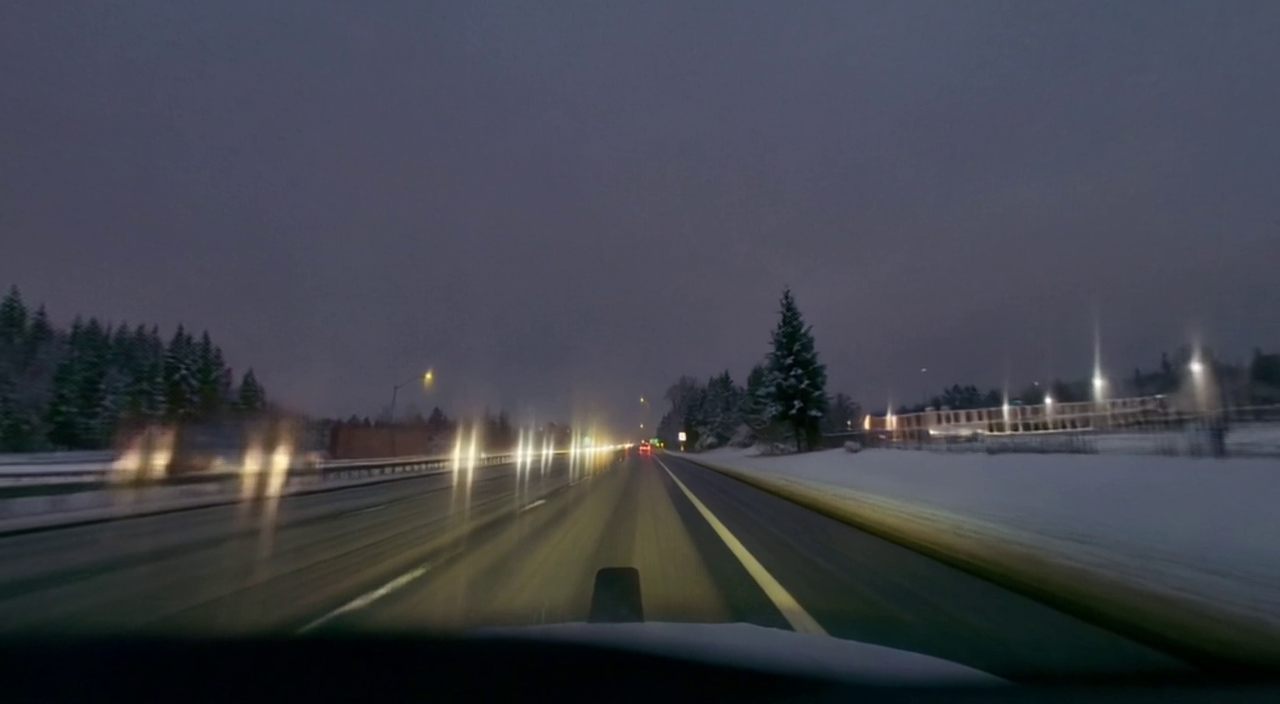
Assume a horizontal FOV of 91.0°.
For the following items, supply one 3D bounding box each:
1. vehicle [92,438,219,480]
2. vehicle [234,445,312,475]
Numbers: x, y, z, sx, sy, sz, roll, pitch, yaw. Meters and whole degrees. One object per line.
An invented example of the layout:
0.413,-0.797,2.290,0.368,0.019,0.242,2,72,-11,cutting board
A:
-23.670,5.248,31.092,2.147,1.891,5.048,0,-9,2,vehicle
-19.604,5.780,33.834,1.796,1.494,3.770,0,-9,2,vehicle
